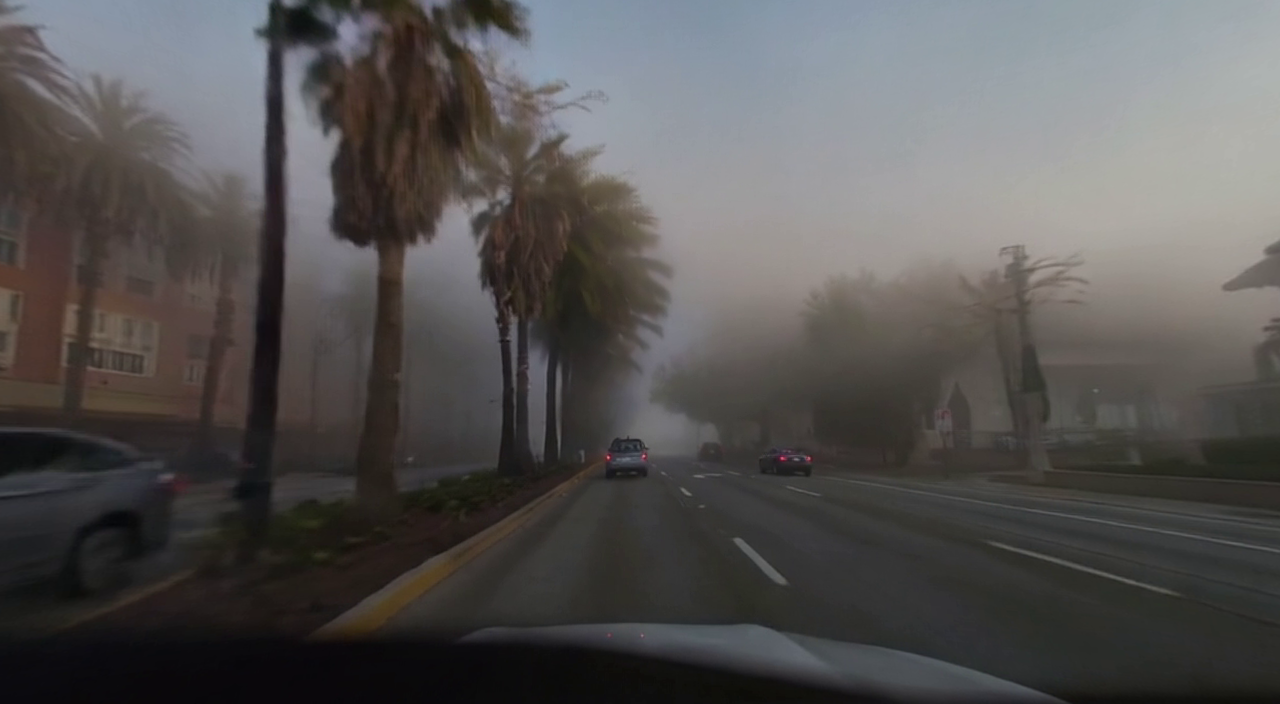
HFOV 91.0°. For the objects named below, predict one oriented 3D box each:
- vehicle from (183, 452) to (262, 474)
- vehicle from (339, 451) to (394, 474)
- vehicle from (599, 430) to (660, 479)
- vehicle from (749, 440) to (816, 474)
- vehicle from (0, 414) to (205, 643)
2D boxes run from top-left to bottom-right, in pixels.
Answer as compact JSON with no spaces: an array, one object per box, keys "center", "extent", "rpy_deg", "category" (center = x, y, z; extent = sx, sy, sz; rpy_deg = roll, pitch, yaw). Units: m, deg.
[{"center":[-30.186,8.019,45.610],"extent":[4.400,1.474,1.732],"rpy_deg":[0,-9,-1],"category":"vehicle"},{"center":[-19.528,7.906,45.130],"extent":[1.920,1.505,4.351],"rpy_deg":[0,-8,2],"category":"vehicle"},{"center":[-0.426,4.195,25.965],"extent":[2.277,1.816,4.192],"rpy_deg":[0,-8,-1],"category":"vehicle"},{"center":[6.659,4.944,29.949],"extent":[1.975,1.483,4.769],"rpy_deg":[0,-8,-1],"category":"vehicle"},{"center":[-5.236,1.189,3.951],"extent":[2.028,1.489,4.386],"rpy_deg":[-3,-8,-2],"category":"vehicle"}]
